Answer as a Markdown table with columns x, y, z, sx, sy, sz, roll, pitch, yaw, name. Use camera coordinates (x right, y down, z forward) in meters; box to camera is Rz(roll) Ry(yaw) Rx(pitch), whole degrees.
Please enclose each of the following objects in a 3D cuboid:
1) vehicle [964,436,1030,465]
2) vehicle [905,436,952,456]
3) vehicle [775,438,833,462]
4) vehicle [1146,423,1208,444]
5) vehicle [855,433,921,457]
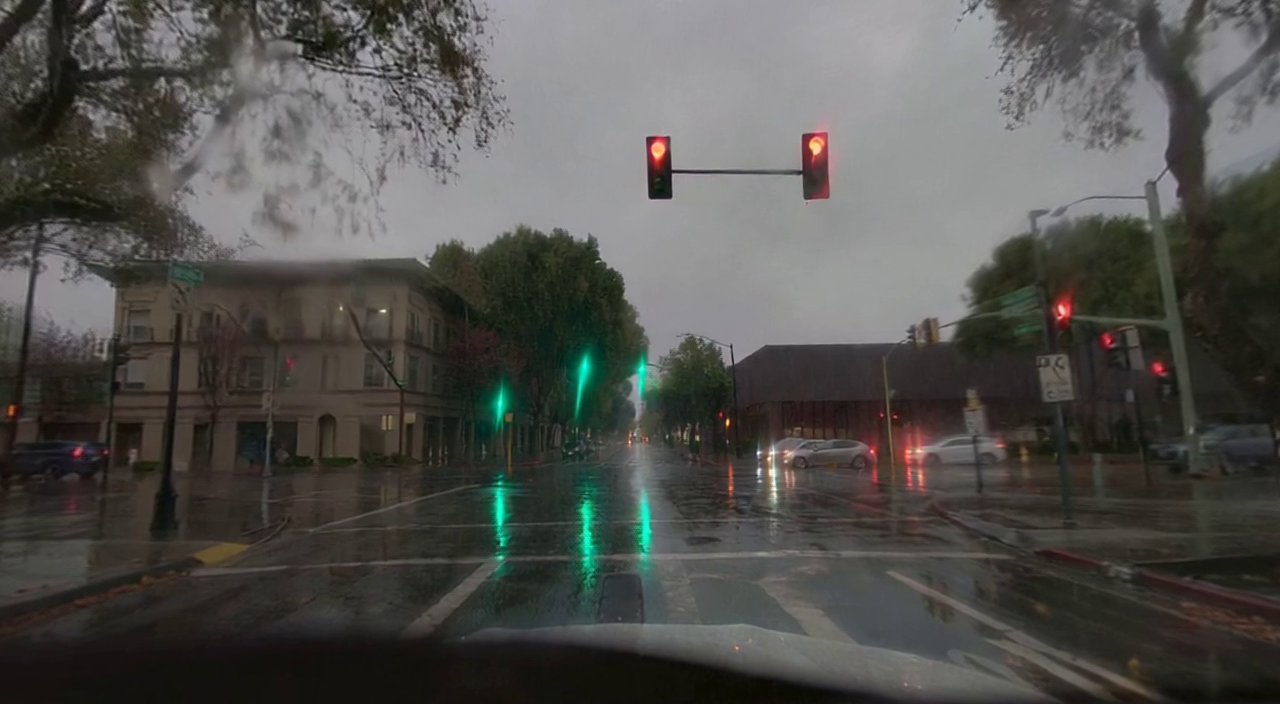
| x | y | z | sx | sy | sz | roll | pitch | yaw | name |
| --- | --- | --- | --- | --- | --- | --- | --- | --- | --- |
| 21.019 | 5.774 | 37.077 | 1.851 | 1.388 | 3.475 | 0 | -4 | -1 | vehicle |
| 21.827 | 7.135 | 47.498 | 1.923 | 1.463 | 3.758 | -1 | -9 | 3 | vehicle |
| 11.090 | 6.608 | 42.248 | 1.955 | 1.508 | 4.295 | -8 | -12 | 42 | vehicle |
| 40.931 | 6.244 | 47.850 | 1.682 | 1.422 | 3.422 | -1 | -10 | 0 | vehicle |
| 16.933 | 6.325 | 42.693 | 4.522 | 1.546 | 1.941 | 6 | -11 | -34 | vehicle |
